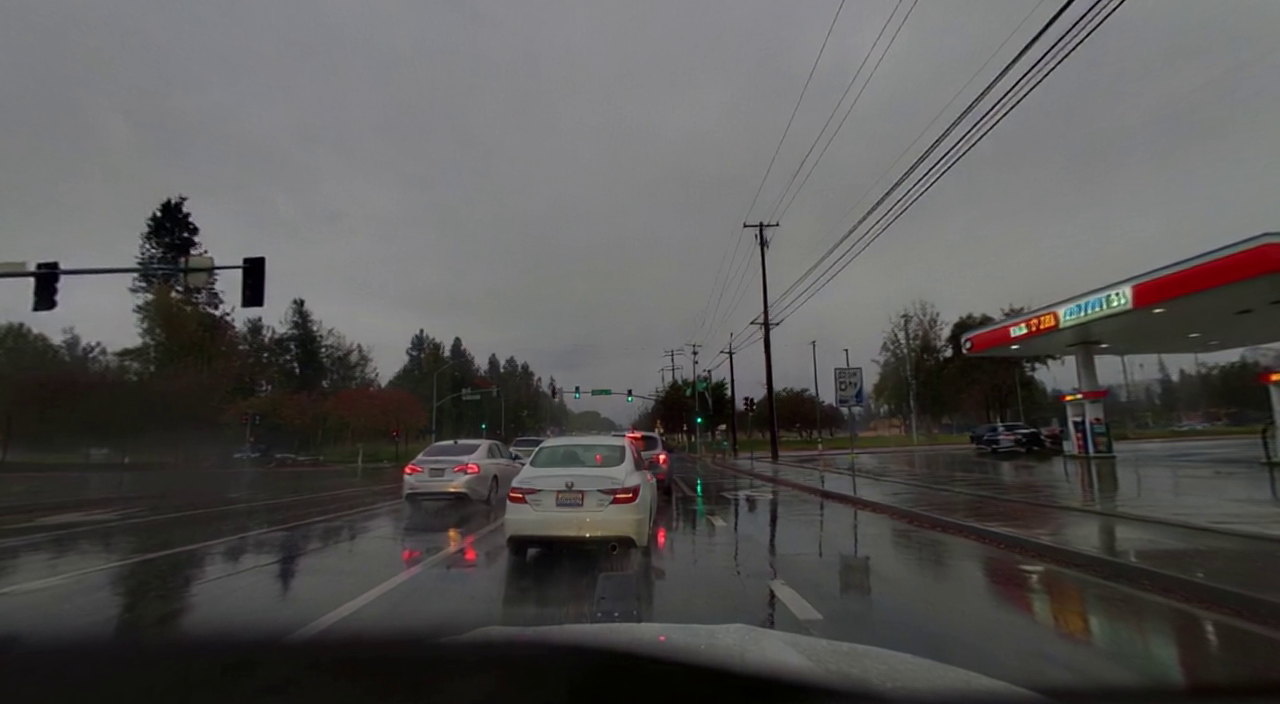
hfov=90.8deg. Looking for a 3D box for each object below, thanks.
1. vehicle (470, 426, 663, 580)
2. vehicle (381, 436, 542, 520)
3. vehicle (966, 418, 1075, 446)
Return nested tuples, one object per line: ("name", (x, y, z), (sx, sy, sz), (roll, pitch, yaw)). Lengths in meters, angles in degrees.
("vehicle", (-0.658, 1.833, 8.561), (1.916, 1.510, 4.447), (0, -8, 2))
("vehicle", (-3.648, 2.666, 13.998), (1.995, 1.506, 4.773), (-1, -8, 3))
("vehicle", (21.546, 4.584, 35.941), (4.874, 1.502, 2.048), (0, -8, 0))
